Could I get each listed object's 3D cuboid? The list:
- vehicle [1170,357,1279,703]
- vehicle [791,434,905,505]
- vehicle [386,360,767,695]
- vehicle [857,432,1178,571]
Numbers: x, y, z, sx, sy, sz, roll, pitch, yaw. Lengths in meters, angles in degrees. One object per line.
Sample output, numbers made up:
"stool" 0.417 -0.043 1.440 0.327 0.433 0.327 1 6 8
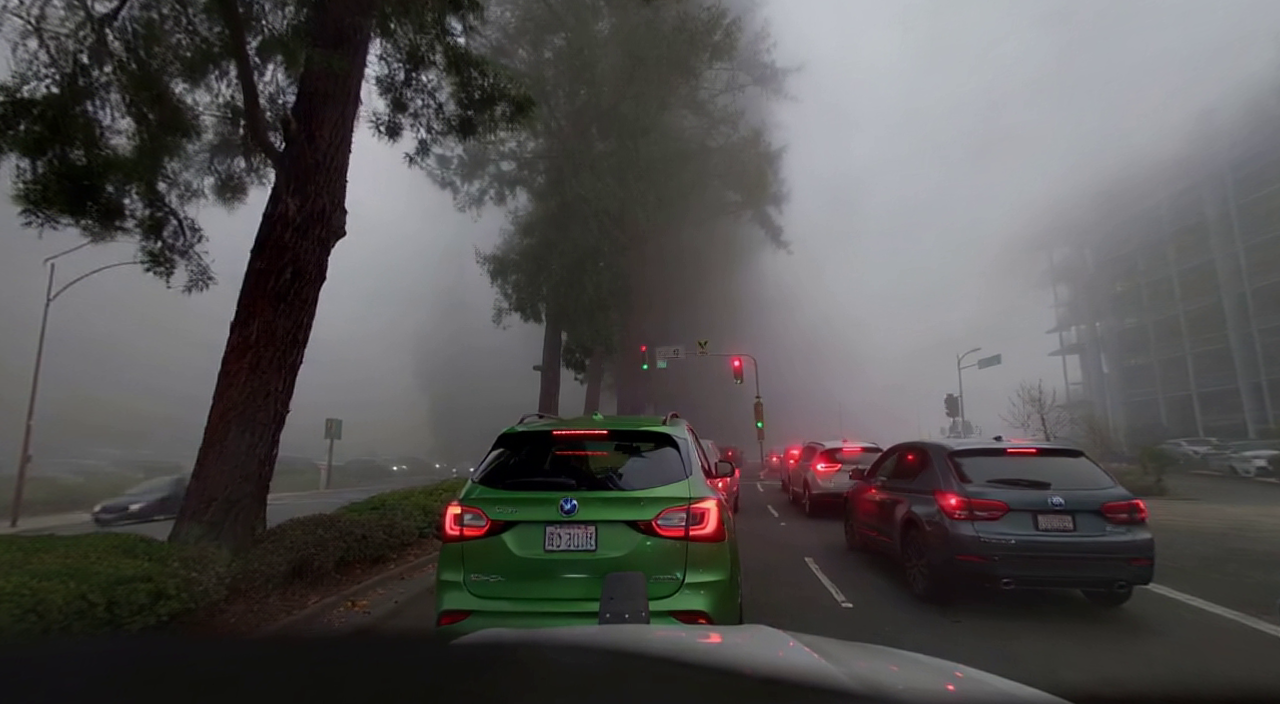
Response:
"vehicle" 4.059 0.600 1.113 1.993 1.719 4.953 0 -8 1
"vehicle" 5.330 3.033 16.720 1.994 1.638 4.100 -1 -9 6
"vehicle" -0.211 1.235 5.563 2.021 1.742 4.295 -1 -8 4
"vehicle" 4.899 1.967 9.184 1.963 1.480 4.553 0 -8 2
